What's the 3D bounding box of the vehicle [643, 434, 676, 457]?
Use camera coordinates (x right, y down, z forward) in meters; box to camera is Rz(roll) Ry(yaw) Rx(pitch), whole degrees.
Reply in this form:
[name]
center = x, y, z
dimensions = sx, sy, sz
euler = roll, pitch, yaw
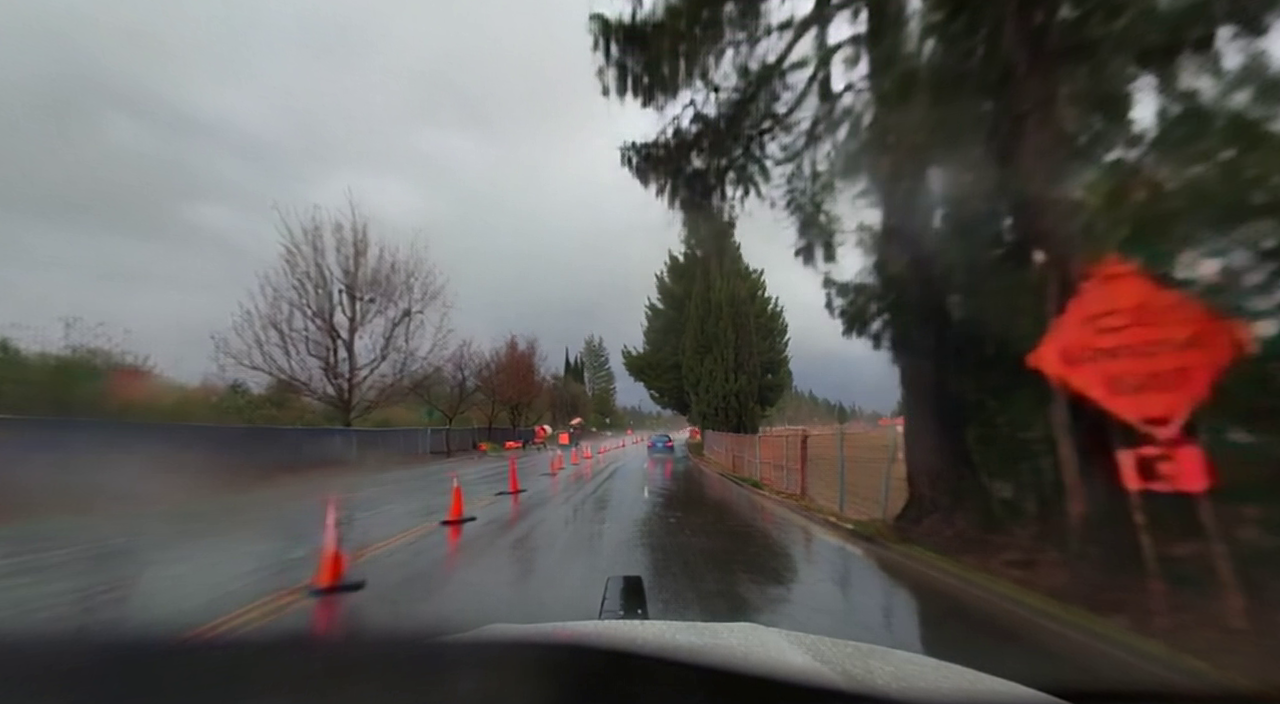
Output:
[vehicle]
center = 1.368, 6.450, 43.500
dimensions = 2.172, 1.486, 3.581
euler = -1, -9, 2
